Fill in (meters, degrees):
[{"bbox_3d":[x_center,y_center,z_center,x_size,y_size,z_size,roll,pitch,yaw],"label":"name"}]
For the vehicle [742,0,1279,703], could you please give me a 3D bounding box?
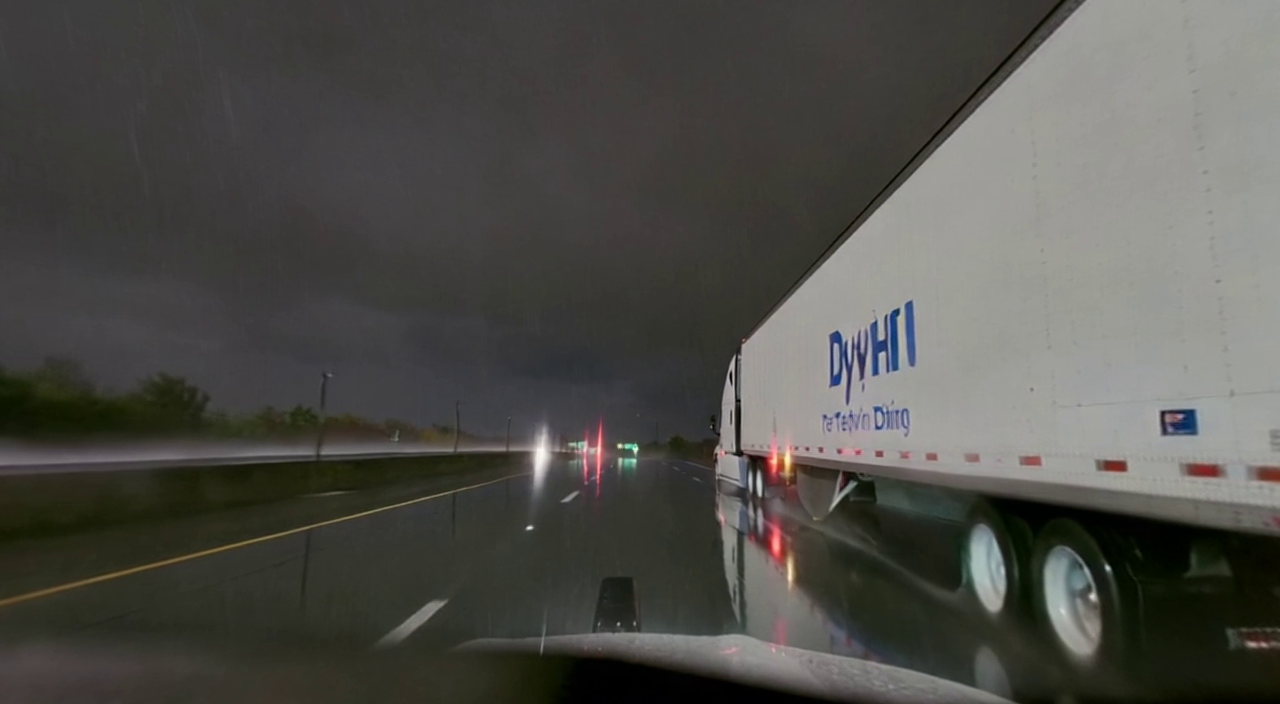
[{"bbox_3d":[3.902,0.563,8.662,2.962,4.132,12.720,0,-8,1],"label":"vehicle"}]
